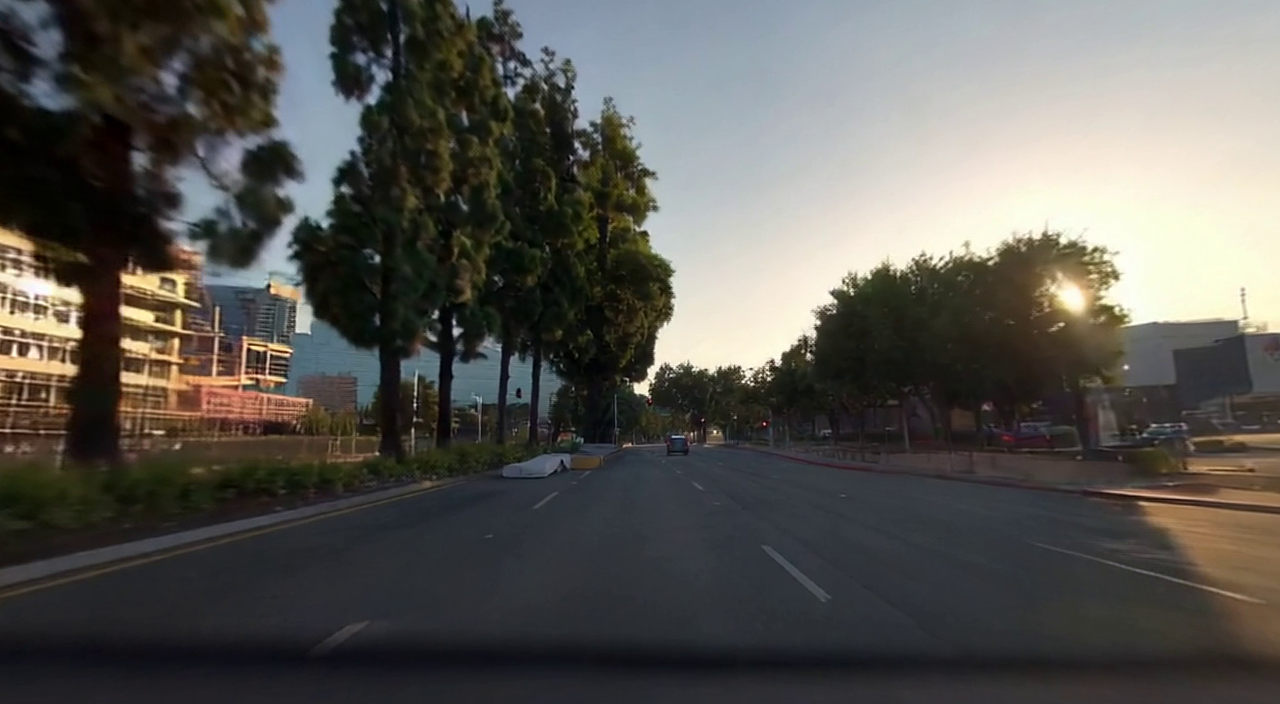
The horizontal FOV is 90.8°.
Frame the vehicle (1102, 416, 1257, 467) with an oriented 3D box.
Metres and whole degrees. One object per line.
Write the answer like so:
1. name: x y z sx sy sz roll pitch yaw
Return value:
1. vehicle: 20.454 3.392 24.367 2.222 1.742 5.231 -1 -7 12
